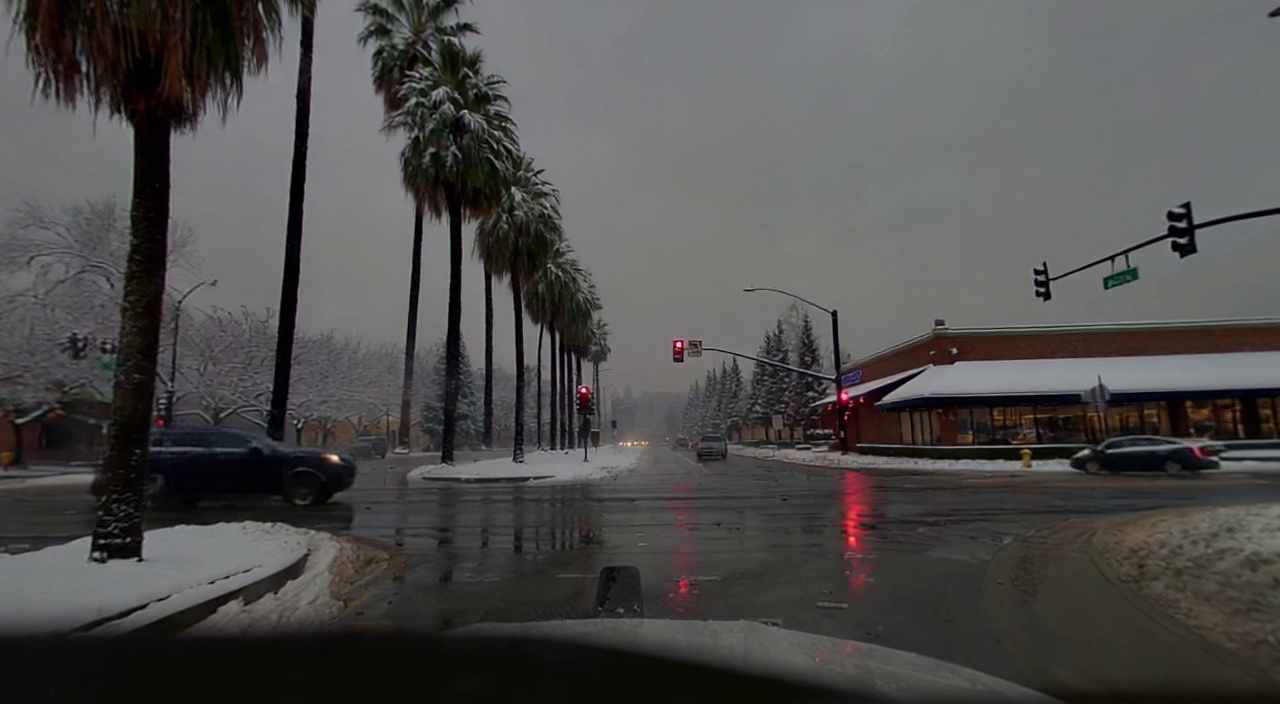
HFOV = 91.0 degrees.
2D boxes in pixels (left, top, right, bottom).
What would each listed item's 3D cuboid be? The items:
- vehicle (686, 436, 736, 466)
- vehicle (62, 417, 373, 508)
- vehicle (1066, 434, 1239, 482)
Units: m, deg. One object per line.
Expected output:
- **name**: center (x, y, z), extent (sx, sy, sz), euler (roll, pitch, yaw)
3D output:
- **vehicle**: center (4.248, 5.794, 37.018), extent (1.999, 1.653, 4.603), euler (-3, -9, 18)
- **vehicle**: center (-9.738, 2.604, 15.025), extent (5.619, 1.951, 2.321), euler (0, -8, -3)
- **vehicle**: center (19.815, 4.100, 24.590), extent (4.722, 1.717, 2.000), euler (-2, -9, 13)
